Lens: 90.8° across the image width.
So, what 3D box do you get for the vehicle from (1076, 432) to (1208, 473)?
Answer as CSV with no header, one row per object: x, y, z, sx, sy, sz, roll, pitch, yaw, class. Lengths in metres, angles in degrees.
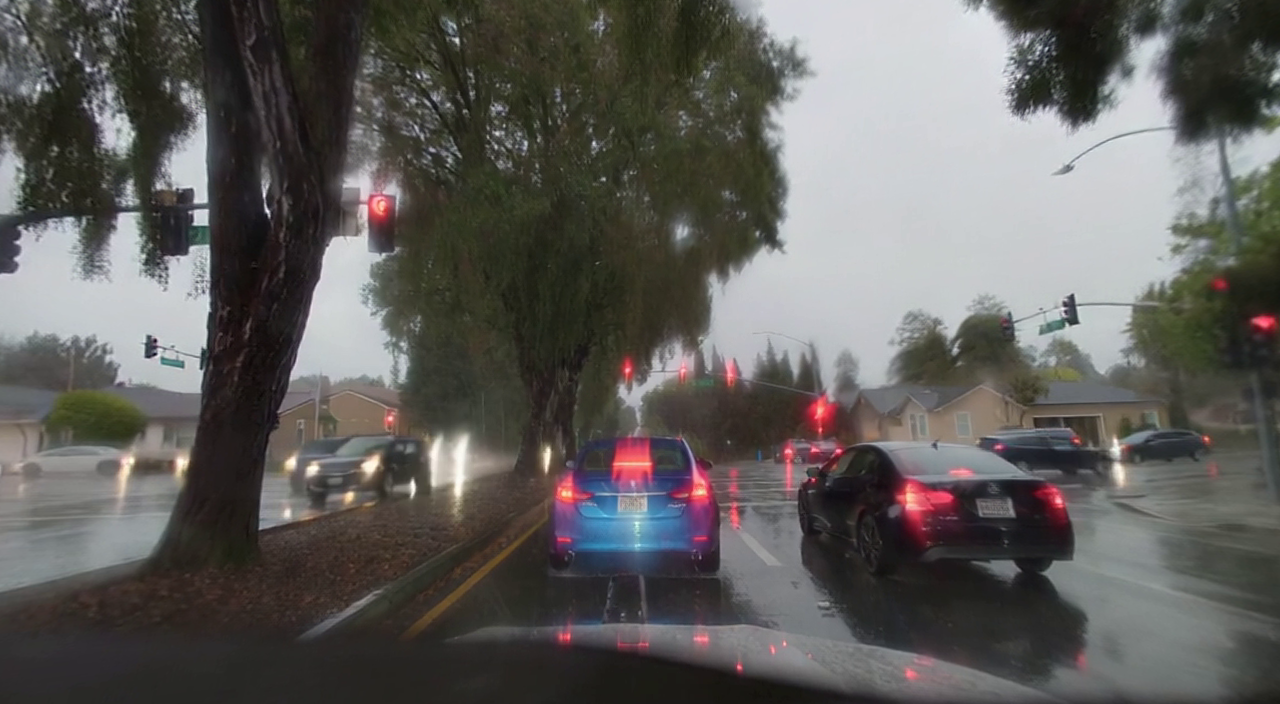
23.993,4.790,30.314,4.520,1.762,2.005,-1,-8,-1,vehicle

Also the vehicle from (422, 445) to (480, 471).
-11.373,6.385,38.307,2.125,1.476,4.385,-1,-8,1,vehicle

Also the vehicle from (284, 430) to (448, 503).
-7.486,3.188,18.038,2.383,1.779,4.973,0,-8,1,vehicle

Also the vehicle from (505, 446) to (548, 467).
-7.570,6.986,42.468,2.040,1.374,4.150,0,-8,1,vehicle

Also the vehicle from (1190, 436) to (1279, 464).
32.404,5.203,33.625,4.489,1.432,1.790,0,-9,0,vehicle

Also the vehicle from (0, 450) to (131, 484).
-28.161,5.614,31.055,4.538,1.591,1.949,0,-8,1,vehicle

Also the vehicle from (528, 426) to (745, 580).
-0.051,1.778,8.264,2.103,1.478,4.073,0,-8,-1,vehicle

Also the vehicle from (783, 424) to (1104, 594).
3.183,1.712,7.757,1.913,1.505,4.097,0,-8,0,vehicle
